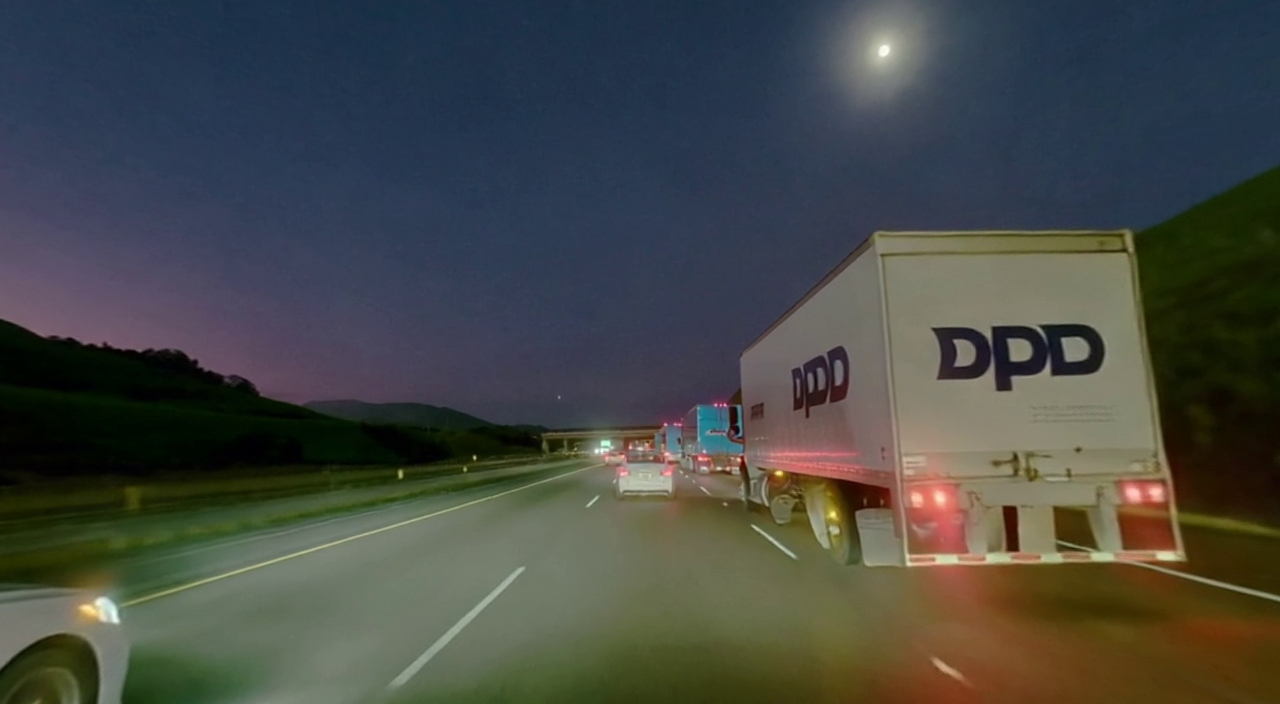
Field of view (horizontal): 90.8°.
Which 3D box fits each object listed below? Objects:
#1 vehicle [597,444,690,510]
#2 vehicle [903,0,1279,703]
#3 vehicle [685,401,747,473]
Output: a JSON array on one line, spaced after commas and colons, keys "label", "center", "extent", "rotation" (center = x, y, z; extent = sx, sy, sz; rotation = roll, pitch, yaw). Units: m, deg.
[{"label": "vehicle", "center": [0.068, 3.041, 15.760], "extent": [2.029, 1.437, 3.794], "rotation": [0, -9, 0]}, {"label": "vehicle", "center": [4.107, -0.205, 2.139], "extent": [2.802, 3.956, 8.291], "rotation": [0, -9, 0]}, {"label": "vehicle", "center": [4.543, 5.420, 39.615], "extent": [2.801, 4.039, 8.684], "rotation": [0, -9, 0]}]
